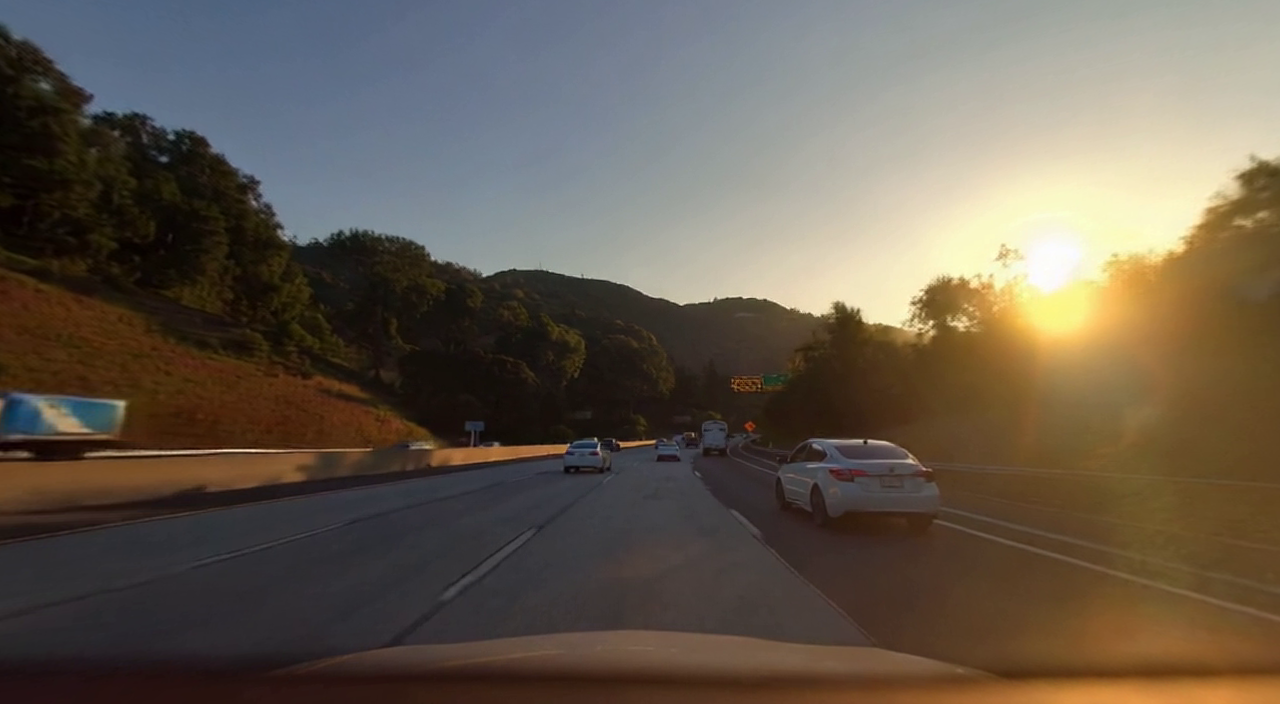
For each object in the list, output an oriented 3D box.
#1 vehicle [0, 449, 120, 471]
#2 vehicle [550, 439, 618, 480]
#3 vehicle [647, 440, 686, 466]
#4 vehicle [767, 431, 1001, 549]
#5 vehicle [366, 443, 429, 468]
[{"bbox_3d":[-31.648,5.357,31.340,2.779,0.963,9.612,-1,-8,7],"label":"vehicle"},{"bbox_3d":[-2.142,4.299,25.575,2.031,1.491,4.792,-1,-8,3],"label":"vehicle"},{"bbox_3d":[1.671,6.128,38.449,2.202,1.467,3.929,-1,-8,4],"label":"vehicle"},{"bbox_3d":[3.508,2.056,10.133,2.013,1.464,4.317,0,-8,0],"label":"vehicle"},{"bbox_3d":[-15.304,6.535,40.032,1.976,1.471,4.337,-1,-8,4],"label":"vehicle"}]
